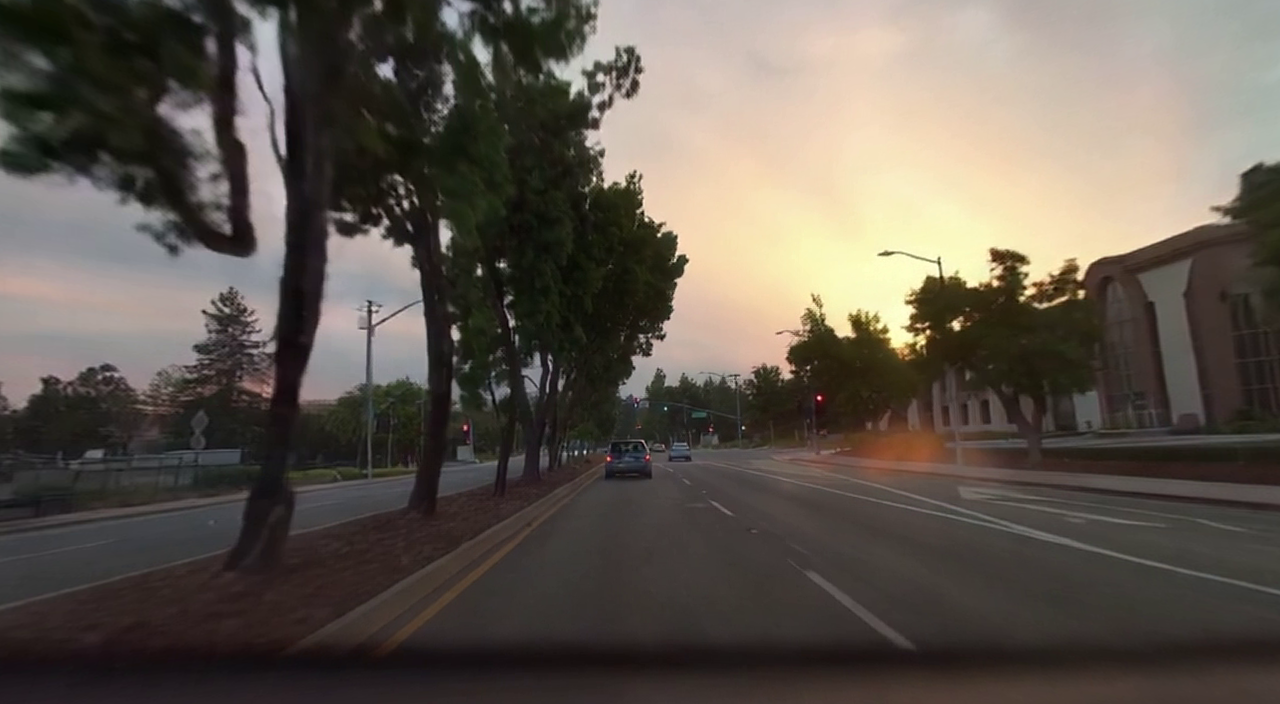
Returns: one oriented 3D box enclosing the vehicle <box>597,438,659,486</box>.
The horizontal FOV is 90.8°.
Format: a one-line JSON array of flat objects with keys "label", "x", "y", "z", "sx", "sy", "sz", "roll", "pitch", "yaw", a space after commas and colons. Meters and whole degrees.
[{"label": "vehicle", "x": -0.438, "y": 4.172, "z": 24.302, "sx": 2.181, "sy": 1.639, "sz": 4.127, "roll": 0, "pitch": -9, "yaw": 0}]
